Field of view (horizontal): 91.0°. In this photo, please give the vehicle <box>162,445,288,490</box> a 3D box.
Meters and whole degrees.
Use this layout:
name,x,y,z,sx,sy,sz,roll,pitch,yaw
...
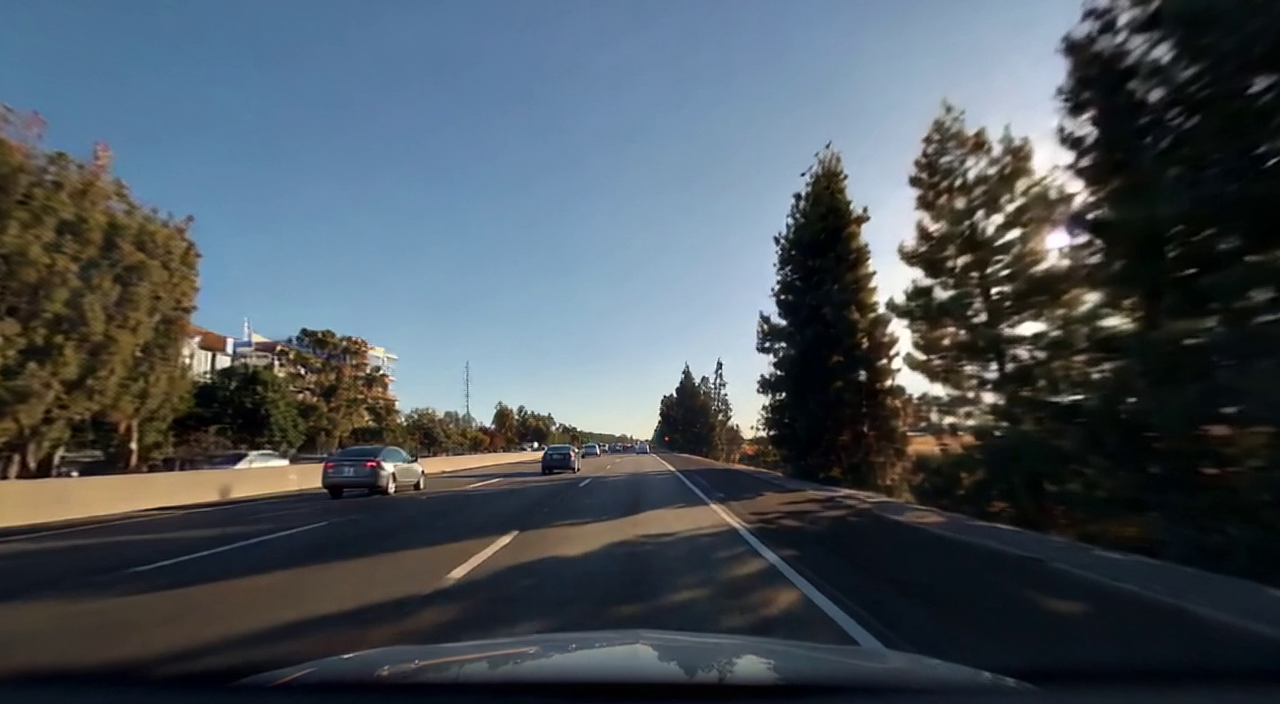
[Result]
name,x,y,z,sx,sy,sz,roll,pitch,yaw
vehicle,-15.550,4.300,23.895,1.833,1.510,4.232,0,-9,1

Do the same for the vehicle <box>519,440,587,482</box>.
name,x,y,z,sx,sy,sz,roll,pitch,yaw
vehicle,-3.554,4.526,26.539,2.083,1.588,4.801,0,-9,1

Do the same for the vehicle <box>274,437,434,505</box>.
name,x,y,z,sx,sy,sz,roll,pitch,yaw
vehicle,-7.307,3.060,16.735,2.034,1.523,4.627,0,-9,1
